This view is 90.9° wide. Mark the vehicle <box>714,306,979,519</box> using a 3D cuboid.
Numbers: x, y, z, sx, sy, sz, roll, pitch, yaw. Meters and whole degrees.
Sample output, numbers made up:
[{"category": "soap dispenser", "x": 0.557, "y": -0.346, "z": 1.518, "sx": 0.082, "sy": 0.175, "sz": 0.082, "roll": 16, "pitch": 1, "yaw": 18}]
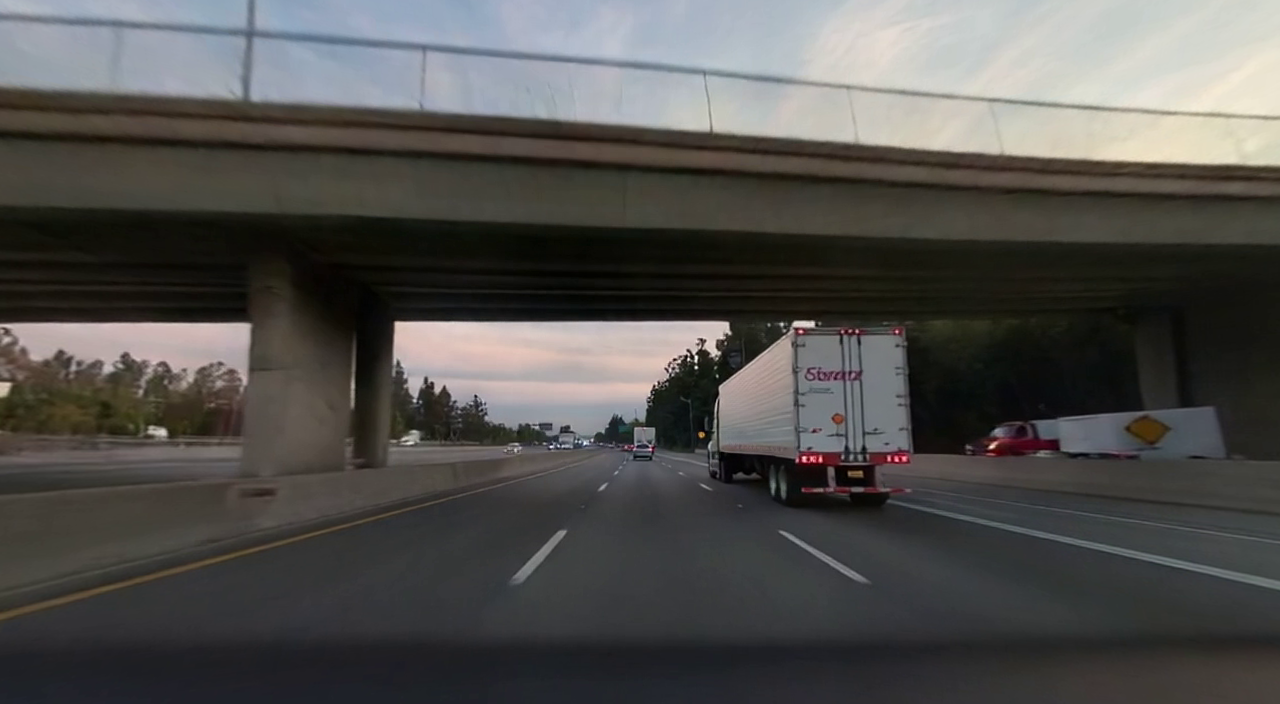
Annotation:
[{"category": "vehicle", "x": 4.666, "y": 2.168, "z": 18.984, "sx": 2.881, "sy": 3.995, "sz": 14.382, "roll": 0, "pitch": -9, "yaw": -1}]

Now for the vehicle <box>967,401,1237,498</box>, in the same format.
[{"category": "vehicle", "x": 22.673, "y": 5.064, "z": 33.114, "sx": 2.853, "sy": 3.921, "sz": 14.754, "roll": 0, "pitch": -9, "yaw": -1}]
